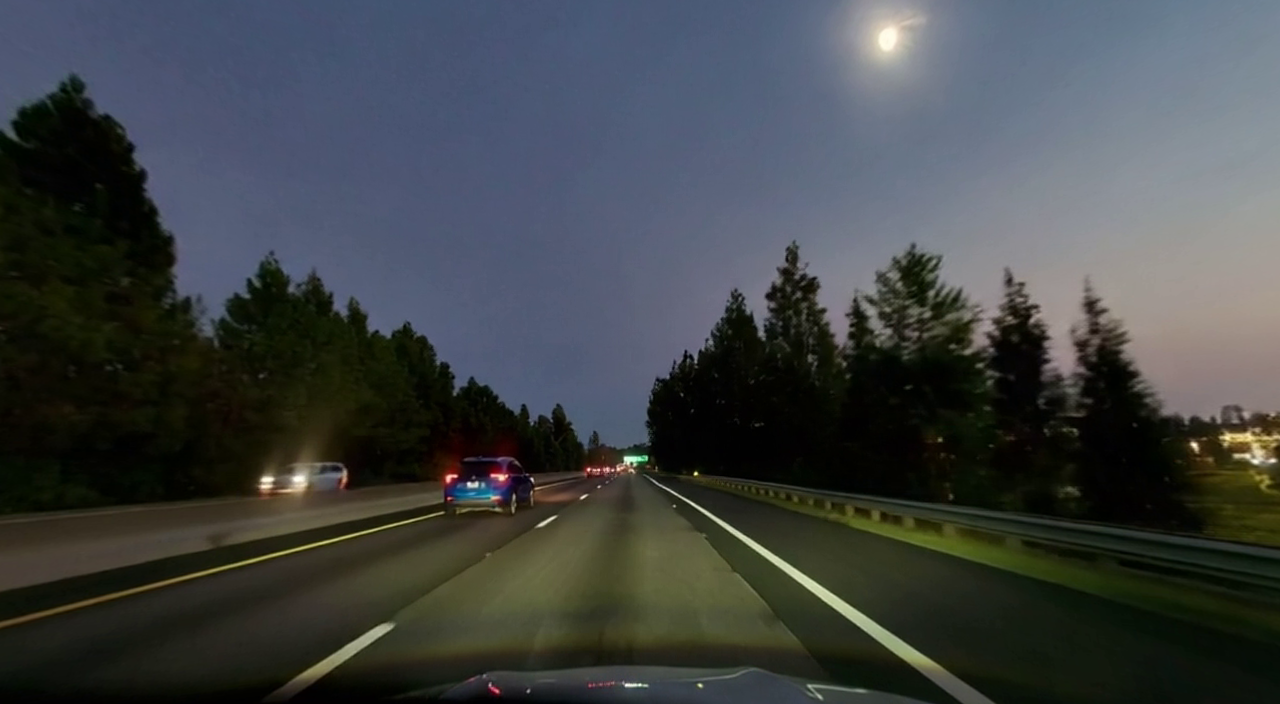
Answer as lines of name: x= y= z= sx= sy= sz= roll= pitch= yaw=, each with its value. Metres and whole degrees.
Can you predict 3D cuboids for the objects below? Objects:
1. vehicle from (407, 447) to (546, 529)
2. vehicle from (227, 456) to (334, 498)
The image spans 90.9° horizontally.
vehicle: x=-3.771 y=3.271 z=15.563 sx=2.123 sy=1.666 sz=4.709 roll=1 pitch=-10 yaw=0
vehicle: x=-17.537 y=6.148 z=31.098 sx=2.082 sy=1.847 sz=5.317 roll=1 pitch=-10 yaw=0
